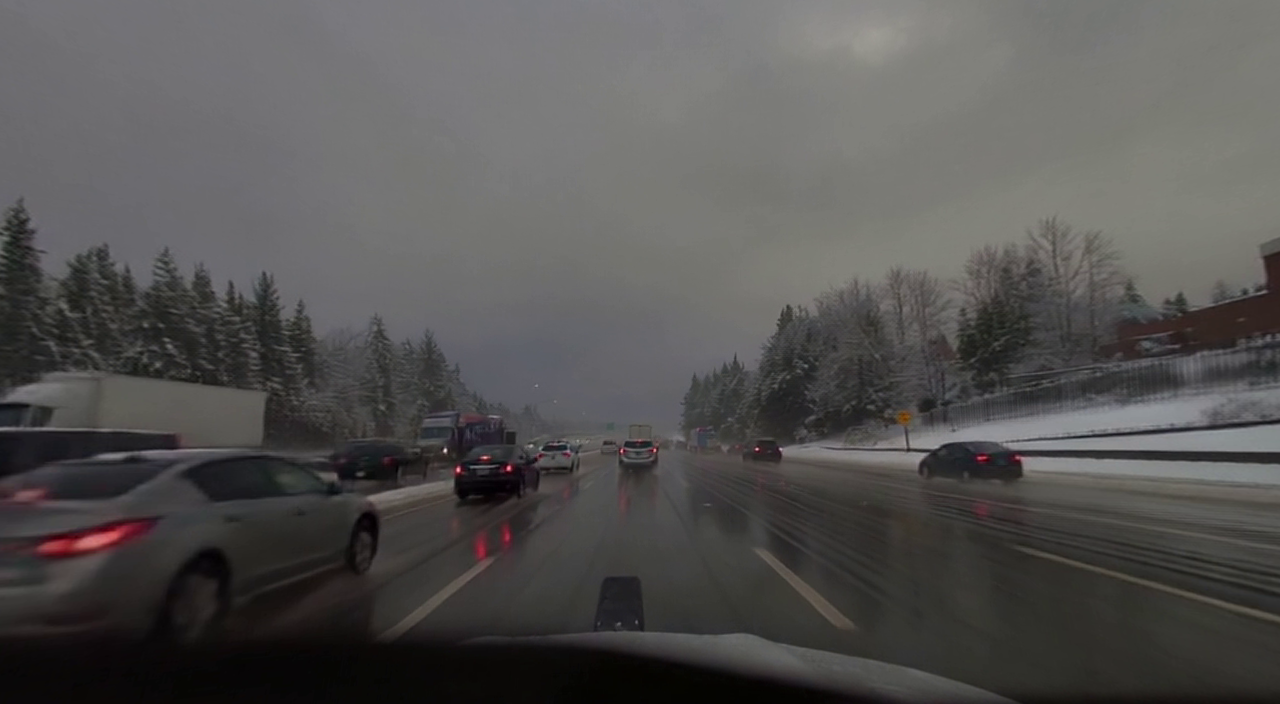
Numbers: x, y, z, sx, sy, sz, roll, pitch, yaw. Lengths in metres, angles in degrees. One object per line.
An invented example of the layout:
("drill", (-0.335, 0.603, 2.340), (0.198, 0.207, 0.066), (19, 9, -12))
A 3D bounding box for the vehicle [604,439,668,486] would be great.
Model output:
("vehicle", (-0.140, 3.814, 21.998), (2.053, 1.461, 3.941), (0, -9, 0))

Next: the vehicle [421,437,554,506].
("vehicle", (-3.589, 2.926, 15.820), (2.098, 1.463, 4.578), (0, -9, 1))

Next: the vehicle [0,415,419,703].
("vehicle", (-3.591, 1.357, 5.122), (2.025, 1.449, 4.190), (0, -9, 0))

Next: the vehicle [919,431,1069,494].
("vehicle", (10.231, 3.232, 18.623), (2.066, 1.629, 3.945), (0, -9, -1))

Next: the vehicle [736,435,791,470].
("vehicle", (6.482, 5.341, 33.560), (1.992, 1.745, 4.329), (0, -9, -1))
